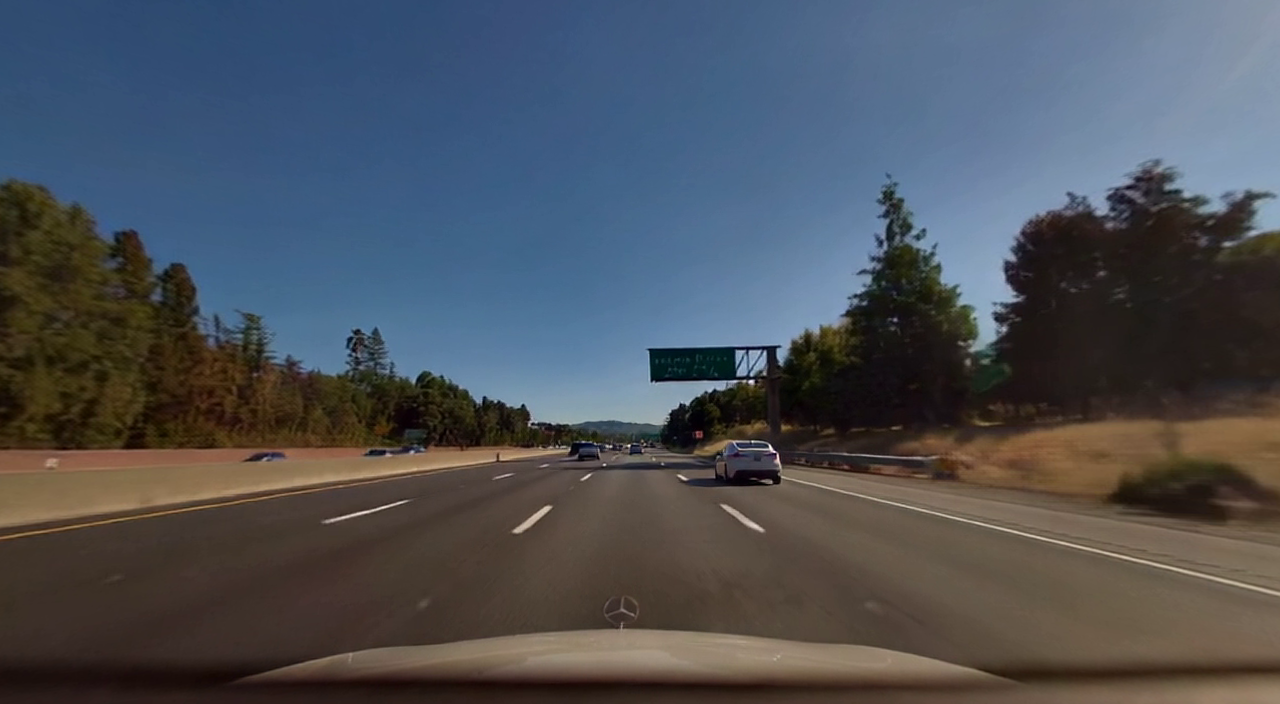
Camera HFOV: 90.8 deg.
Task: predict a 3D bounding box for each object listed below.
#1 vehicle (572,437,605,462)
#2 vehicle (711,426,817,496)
[{"bbox_3d":[-3.894,7.467,48.424,2.173,1.793,4.564,0,-9,0],"label":"vehicle"},{"bbox_3d":[3.305,3.026,17.759,2.053,1.714,4.097,0,-9,-2],"label":"vehicle"}]
